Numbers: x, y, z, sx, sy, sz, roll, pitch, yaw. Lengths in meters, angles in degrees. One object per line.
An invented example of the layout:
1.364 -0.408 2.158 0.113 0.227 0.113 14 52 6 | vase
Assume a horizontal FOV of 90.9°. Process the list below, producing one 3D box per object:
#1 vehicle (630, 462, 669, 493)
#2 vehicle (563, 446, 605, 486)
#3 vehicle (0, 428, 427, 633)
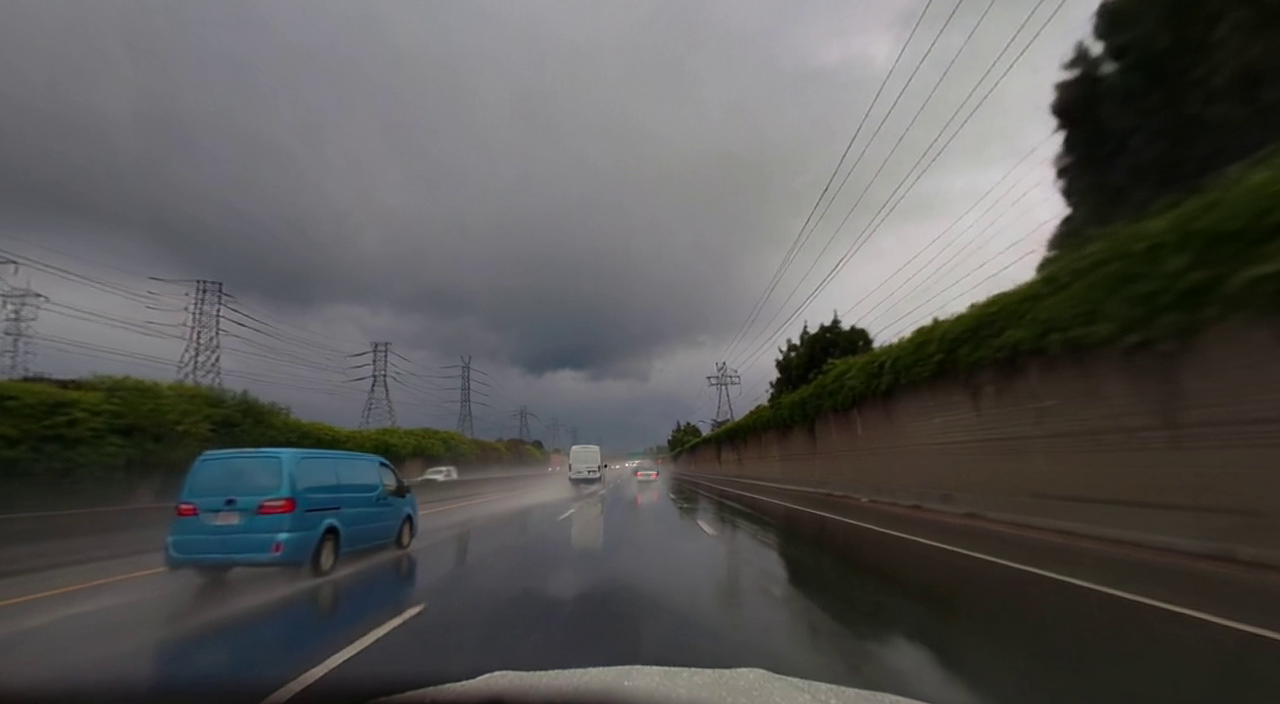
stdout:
0.454 6.817 34.423 2.006 1.554 3.863 1 -10 -1 | vehicle
-3.842 8.115 44.761 2.394 2.609 6.875 1 -10 0 | vehicle
-4.275 1.798 7.216 2.023 1.541 4.543 1 -10 1 | vehicle
